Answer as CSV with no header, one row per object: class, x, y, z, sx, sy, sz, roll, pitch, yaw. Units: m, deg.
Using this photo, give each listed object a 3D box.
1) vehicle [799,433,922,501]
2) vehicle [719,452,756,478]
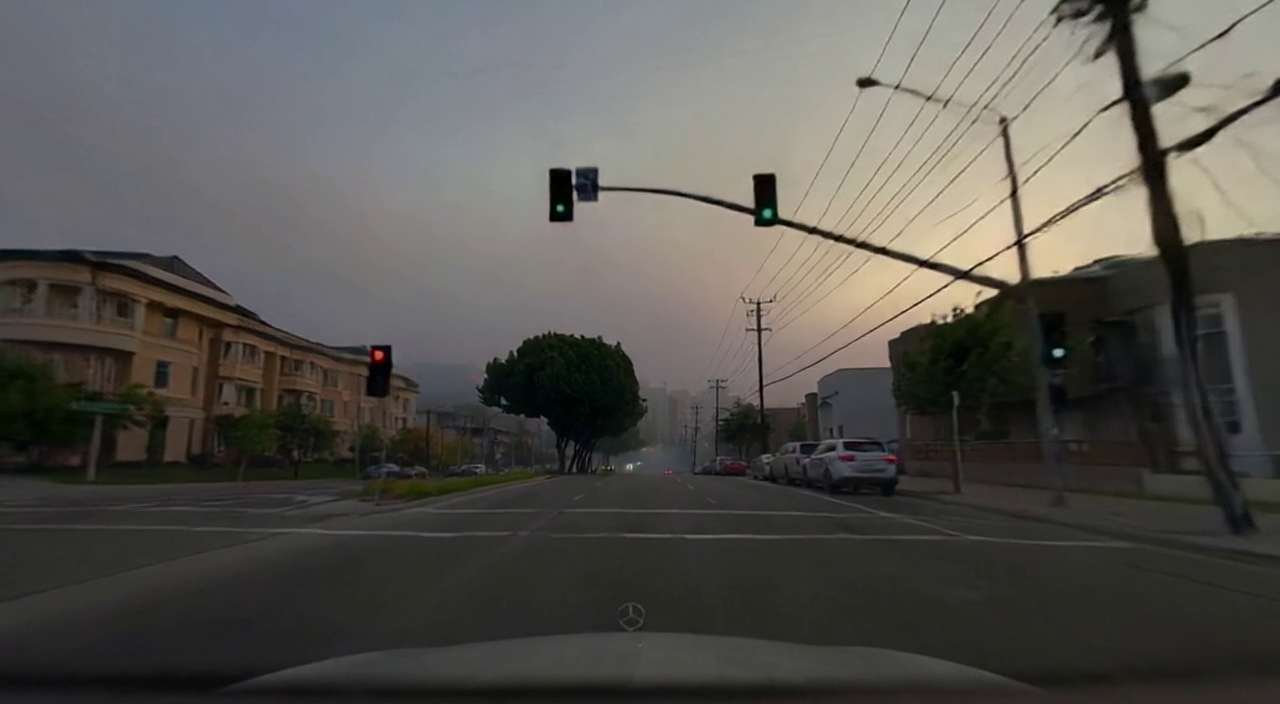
vehicle,6.860,3.613,20.336,2.148,1.904,4.910,0,-8,0
vehicle,7.210,8.403,47.125,1.998,1.819,4.621,0,-8,0
